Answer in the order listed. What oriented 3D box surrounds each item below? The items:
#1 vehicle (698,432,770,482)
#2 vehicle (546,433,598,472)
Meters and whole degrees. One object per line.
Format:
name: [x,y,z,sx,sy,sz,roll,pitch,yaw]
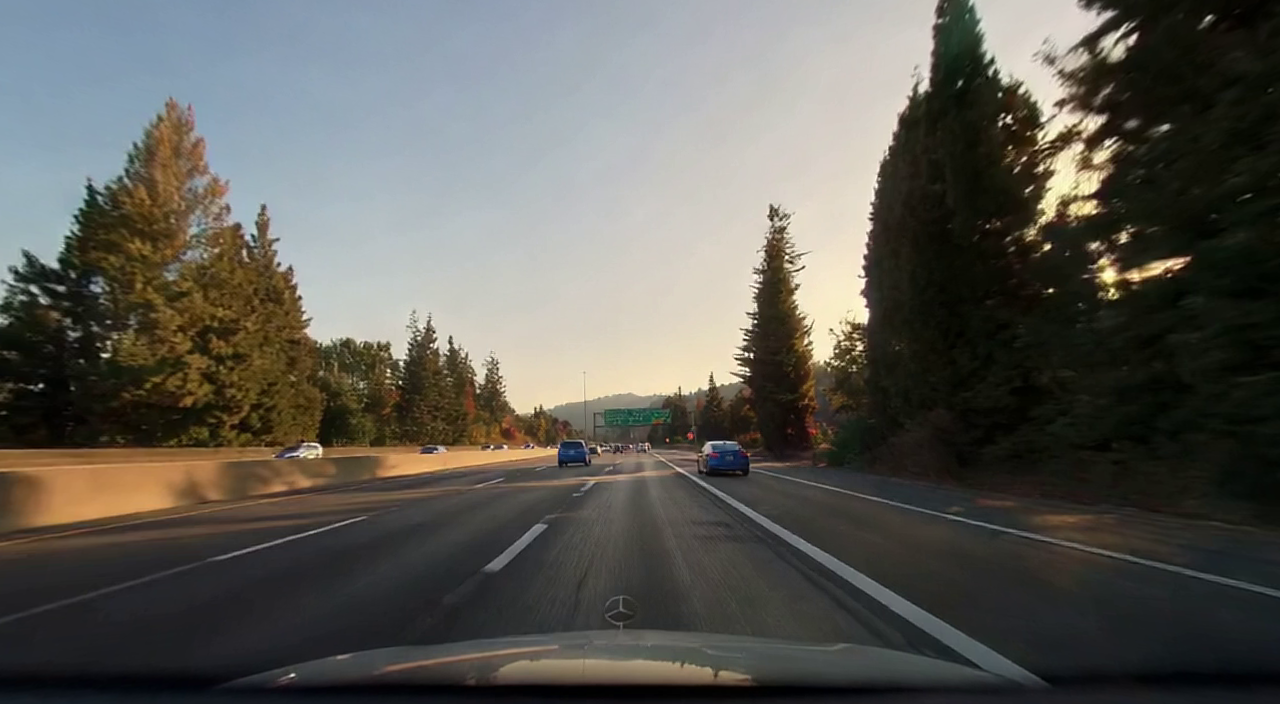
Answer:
vehicle: [3.506,4.016,24.331,2.053,1.714,4.097,0,-9,-1]
vehicle: [-3.379,5.125,32.315,2.173,1.793,4.564,0,-9,0]
